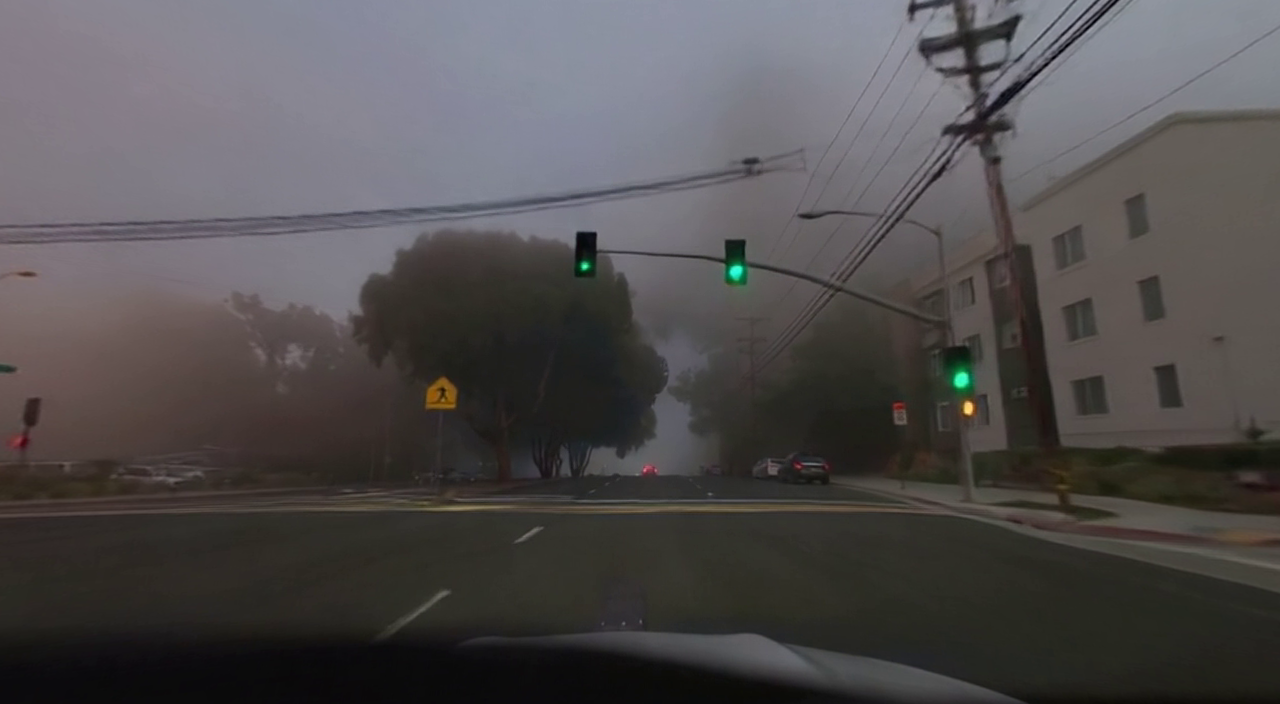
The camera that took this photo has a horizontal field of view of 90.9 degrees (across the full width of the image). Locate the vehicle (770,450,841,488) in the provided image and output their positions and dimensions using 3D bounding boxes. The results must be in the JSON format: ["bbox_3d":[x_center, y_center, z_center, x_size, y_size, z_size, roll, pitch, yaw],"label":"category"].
[{"bbox_3d":[7.317,5.196,28.386,1.875,1.481,4.434,0,-8,-1],"label":"vehicle"}]

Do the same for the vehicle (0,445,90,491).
[{"bbox_3d":[-28.640,5.400,29.464,1.974,1.961,4.570,-1,-9,-5],"label":"vehicle"}]

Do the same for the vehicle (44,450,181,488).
[{"bbox_3d":[-28.845,6.397,34.625,5.409,1.929,2.410,-1,-8,2],"label":"vehicle"}]
